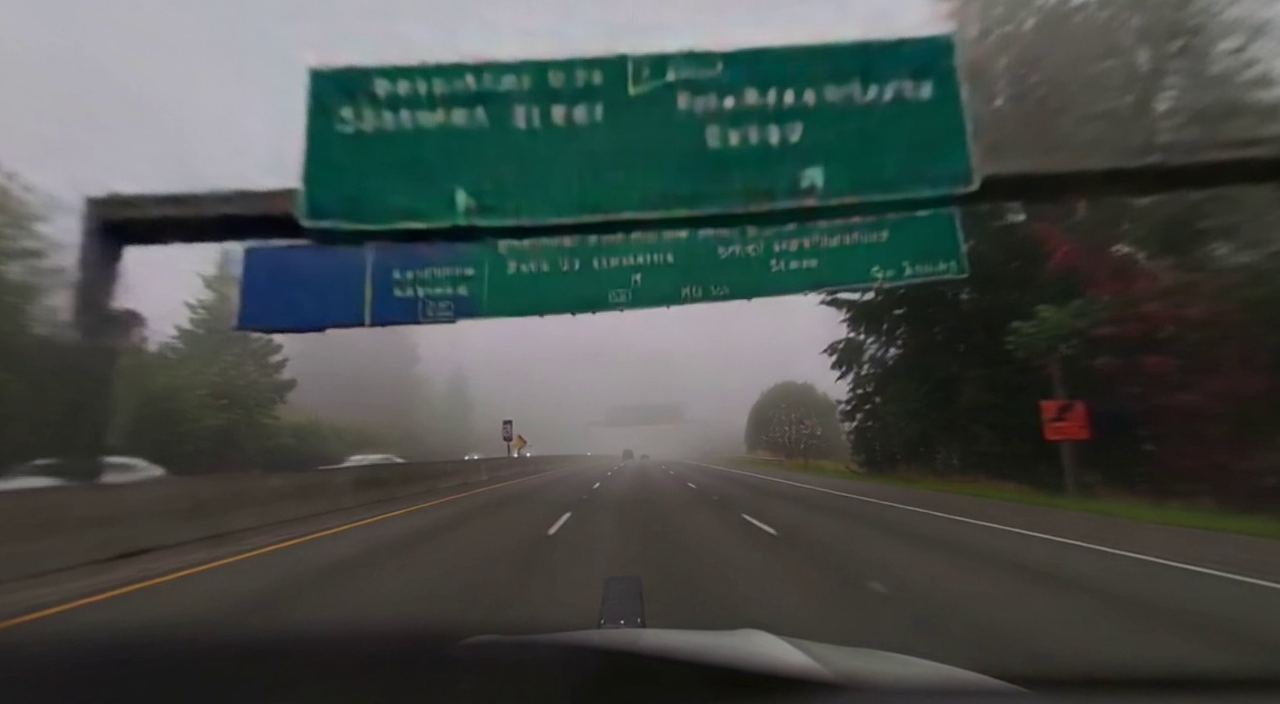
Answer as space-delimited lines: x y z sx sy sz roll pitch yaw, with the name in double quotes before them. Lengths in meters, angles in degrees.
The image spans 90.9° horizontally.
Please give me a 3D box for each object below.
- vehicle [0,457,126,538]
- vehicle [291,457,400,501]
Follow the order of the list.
"vehicle" -14.572 3.277 14.355 1.983 1.652 4.376 0 -9 0
"vehicle" -11.252 4.868 24.527 1.996 1.473 4.598 0 -9 0
